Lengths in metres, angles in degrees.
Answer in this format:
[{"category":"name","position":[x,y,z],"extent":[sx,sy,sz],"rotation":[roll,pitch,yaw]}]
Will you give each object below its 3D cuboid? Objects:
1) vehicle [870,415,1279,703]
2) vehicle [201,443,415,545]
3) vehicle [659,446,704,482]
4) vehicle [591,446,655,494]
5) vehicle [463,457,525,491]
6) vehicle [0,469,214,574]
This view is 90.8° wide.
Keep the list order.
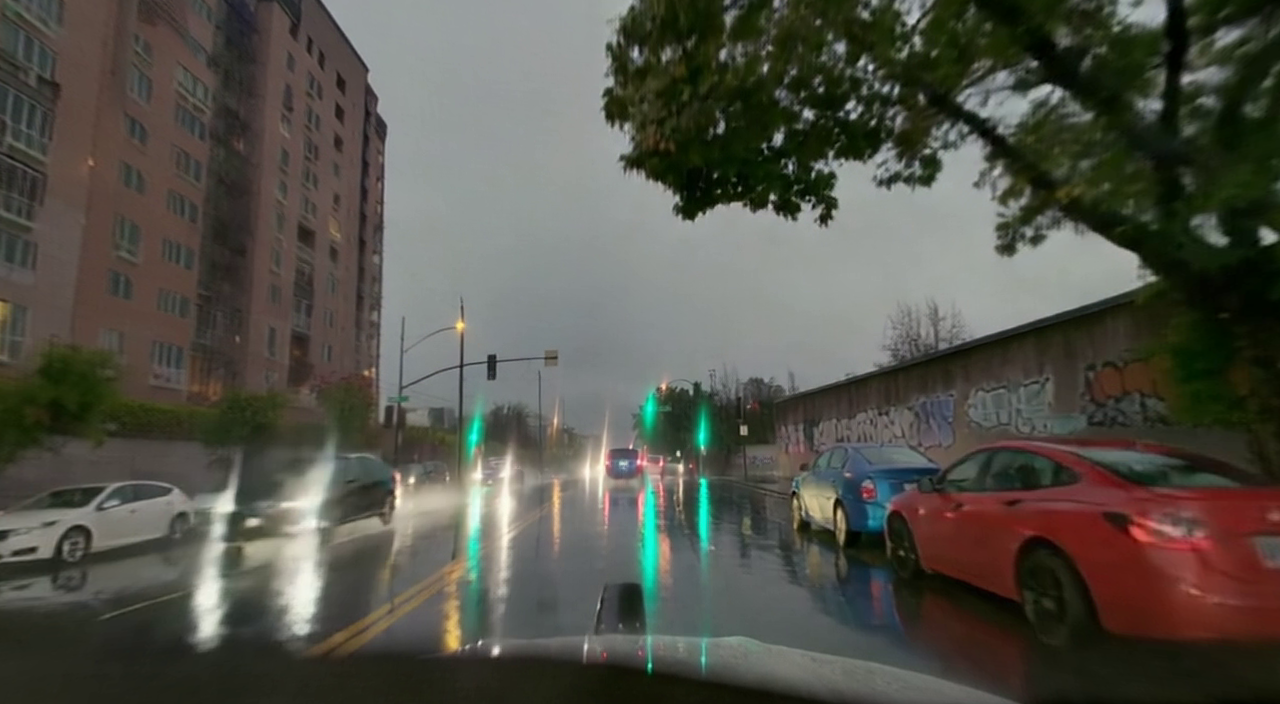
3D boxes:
[{"category":"vehicle","position":[4.140,1.558,6.054],"extent":[2.032,1.687,4.374],"rotation":[0,-8,-3]},{"category":"vehicle","position":[-6.597,2.807,13.290],"extent":[2.147,1.747,4.409],"rotation":[0,-8,-1]},{"category":"vehicle","position":[2.251,5.930,33.657],"extent":[2.207,1.761,4.292],"rotation":[-1,-8,5]},{"category":"vehicle","position":[-0.614,4.292,23.458],"extent":[2.166,1.579,4.300],"rotation":[0,-8,-1]},{"category":"vehicle","position":[-6.952,5.859,30.620],"extent":[2.040,1.402,4.237],"rotation":[0,-8,-1]},{"category":"vehicle","position":[-11.053,3.353,13.018],"extent":[1.741,1.506,4.370],"rotation":[-5,-8,-3]}]
